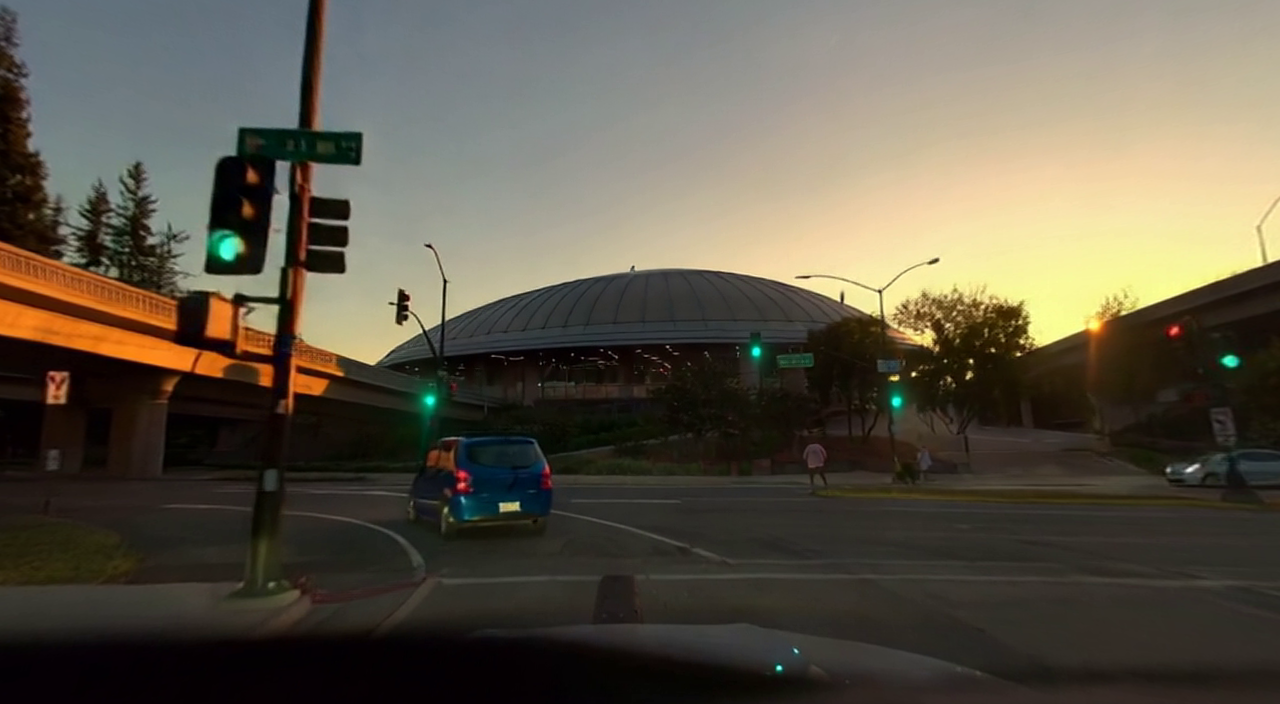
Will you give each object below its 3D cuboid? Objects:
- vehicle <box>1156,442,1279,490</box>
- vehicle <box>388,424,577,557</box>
[{"bbox_3d":[22.432,4.253,23.631,4.345,1.672,1.973,0,-9,1],"label":"vehicle"},{"bbox_3d":[-2.606,1.995,9.747,1.976,1.584,3.772,5,-10,-27],"label":"vehicle"}]
